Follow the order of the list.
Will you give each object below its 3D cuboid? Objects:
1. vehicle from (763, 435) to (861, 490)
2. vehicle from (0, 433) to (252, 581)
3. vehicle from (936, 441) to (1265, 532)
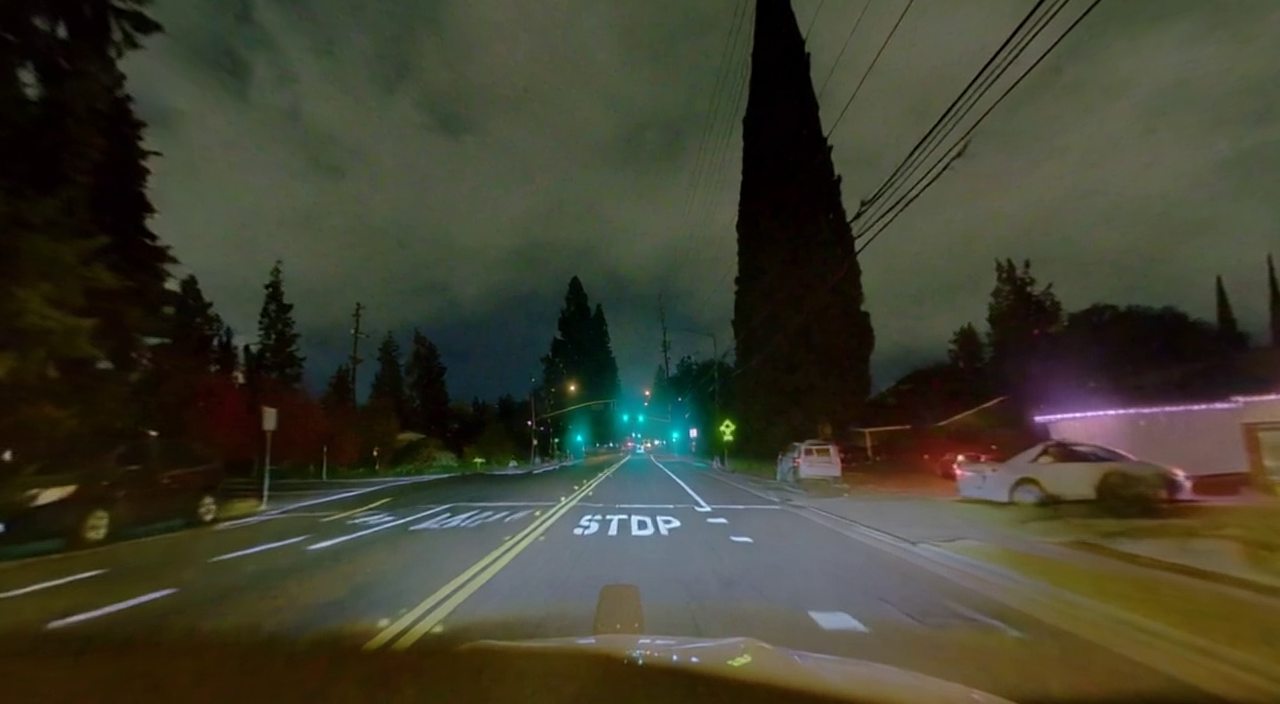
[{"bbox_3d":[5.837,3.810,22.053,2.096,1.713,4.606,0,-9,-1],"label":"vehicle"},{"bbox_3d":[-9.387,2.425,10.930,2.181,1.938,4.931,-2,-7,0],"label":"vehicle"},{"bbox_3d":[8.211,2.412,11.726,4.438,1.466,1.943,-1,-9,9],"label":"vehicle"}]
